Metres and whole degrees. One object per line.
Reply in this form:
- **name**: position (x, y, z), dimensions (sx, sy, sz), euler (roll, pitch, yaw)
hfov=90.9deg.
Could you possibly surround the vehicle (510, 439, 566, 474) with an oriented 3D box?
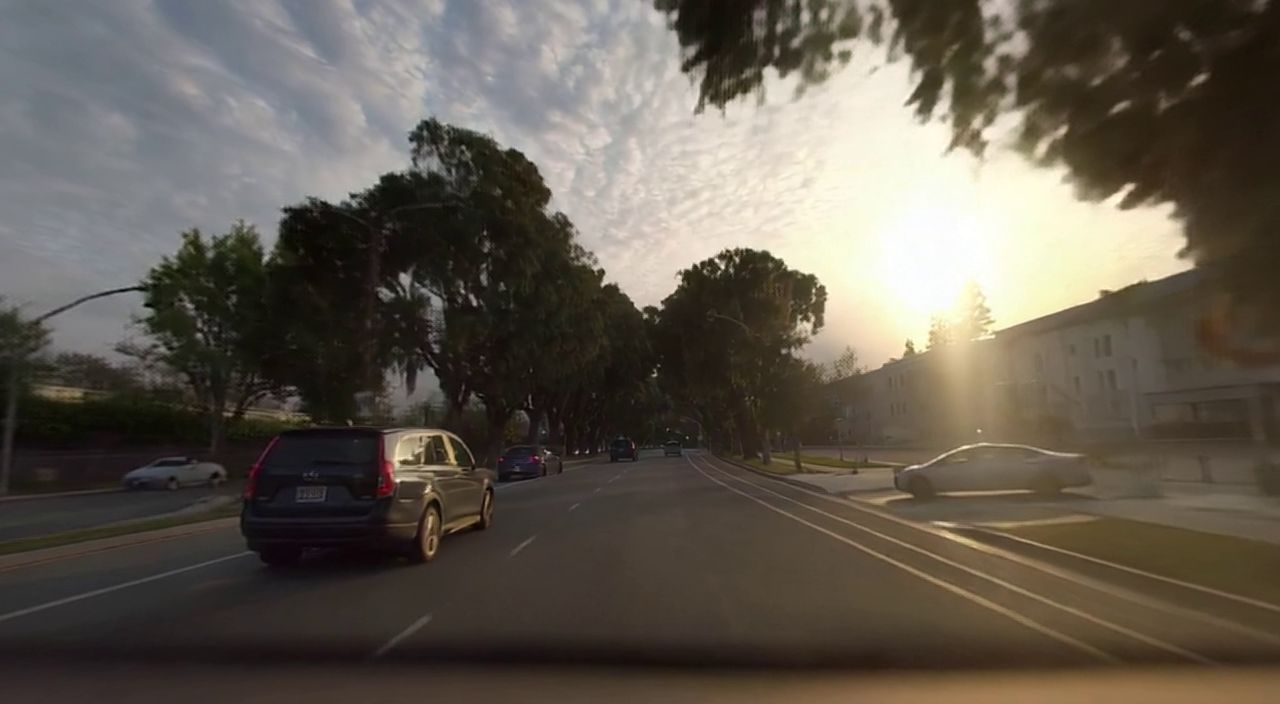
- **vehicle**: position (-5.328, 5.503, 33.507), dimensions (1.985, 1.708, 4.310), euler (-1, -8, 3)

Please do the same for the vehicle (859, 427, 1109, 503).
- **vehicle**: position (8.055, 2.687, 15.307), dimensions (4.824, 1.646, 2.077), euler (-2, -8, 10)

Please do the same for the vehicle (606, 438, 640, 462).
- **vehicle**: position (-1.252, 7.676, 49.652), dimensions (2.255, 1.806, 4.710), euler (-1, -8, 3)

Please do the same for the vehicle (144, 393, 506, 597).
- **vehicle**: position (-3.204, 1.553, 7.707), dimensions (2.123, 1.761, 4.322), euler (0, -8, 1)
